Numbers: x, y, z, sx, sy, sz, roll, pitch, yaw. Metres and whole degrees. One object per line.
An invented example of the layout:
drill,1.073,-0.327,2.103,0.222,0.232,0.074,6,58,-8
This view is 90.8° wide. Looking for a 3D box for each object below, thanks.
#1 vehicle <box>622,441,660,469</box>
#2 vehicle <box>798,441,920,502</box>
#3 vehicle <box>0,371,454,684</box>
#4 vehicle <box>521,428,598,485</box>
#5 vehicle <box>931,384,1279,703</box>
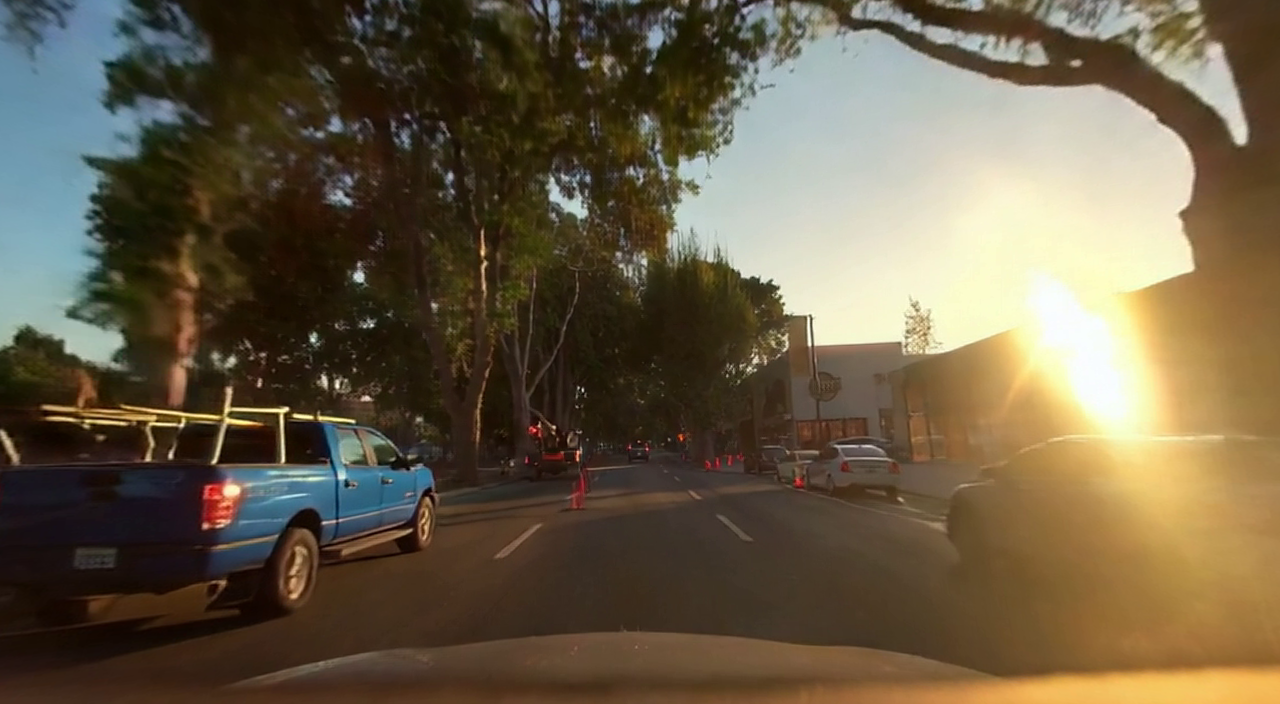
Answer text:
vehicle,-0.018,6.977,42.829,2.413,1.748,4.406,0,-9,-2
vehicle,6.055,3.338,18.128,2.045,1.505,4.615,-1,-9,3
vehicle,-3.585,1.326,5.889,2.327,1.775,4.430,0,-9,0
vehicle,-3.186,4.306,26.328,2.424,2.063,5.678,0,-9,1
vehicle,4.230,1.214,4.752,2.082,1.601,4.451,-1,-9,2
